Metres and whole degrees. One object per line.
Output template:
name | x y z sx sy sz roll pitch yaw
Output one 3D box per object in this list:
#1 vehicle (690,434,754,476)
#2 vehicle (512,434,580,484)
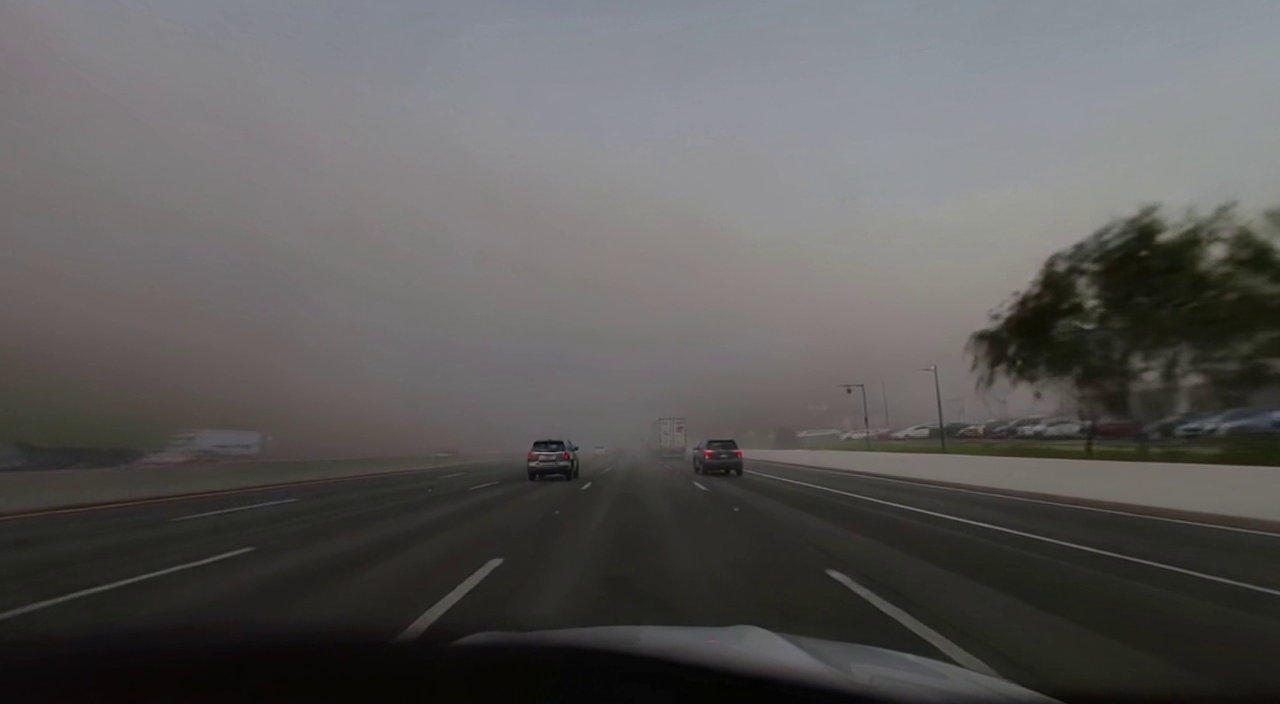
vehicle | 3.715 4.775 29.535 2.198 1.807 4.530 0 -9 -2
vehicle | -3.565 4.162 24.799 1.987 1.765 4.508 0 -8 0
